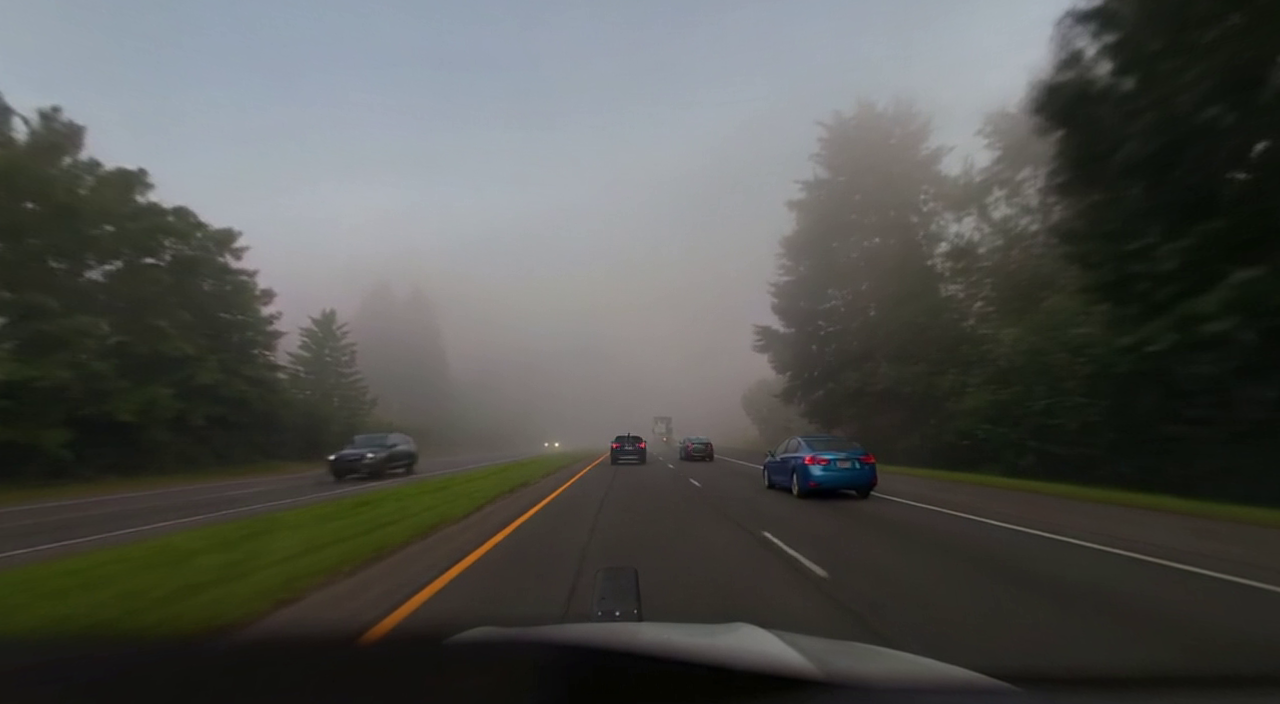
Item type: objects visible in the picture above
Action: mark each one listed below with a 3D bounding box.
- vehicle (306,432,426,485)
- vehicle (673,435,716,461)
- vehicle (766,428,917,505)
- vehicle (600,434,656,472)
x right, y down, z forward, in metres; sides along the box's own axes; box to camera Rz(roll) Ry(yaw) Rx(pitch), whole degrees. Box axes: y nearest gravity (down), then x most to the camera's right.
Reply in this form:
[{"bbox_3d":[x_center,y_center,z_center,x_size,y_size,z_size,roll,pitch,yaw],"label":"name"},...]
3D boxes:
[{"bbox_3d":[-9.020,3.503,21.269,2.076,1.592,4.477,0,-8,-1],"label":"vehicle"},{"bbox_3d":[3.194,5.719,37.827,2.004,1.469,4.472,0,-8,-2],"label":"vehicle"},{"bbox_3d":[4.448,2.566,14.738,2.066,1.526,4.216,0,-8,-1],"label":"vehicle"},{"bbox_3d":[-0.511,4.131,26.091,2.143,1.466,3.693,0,-8,-1],"label":"vehicle"}]
